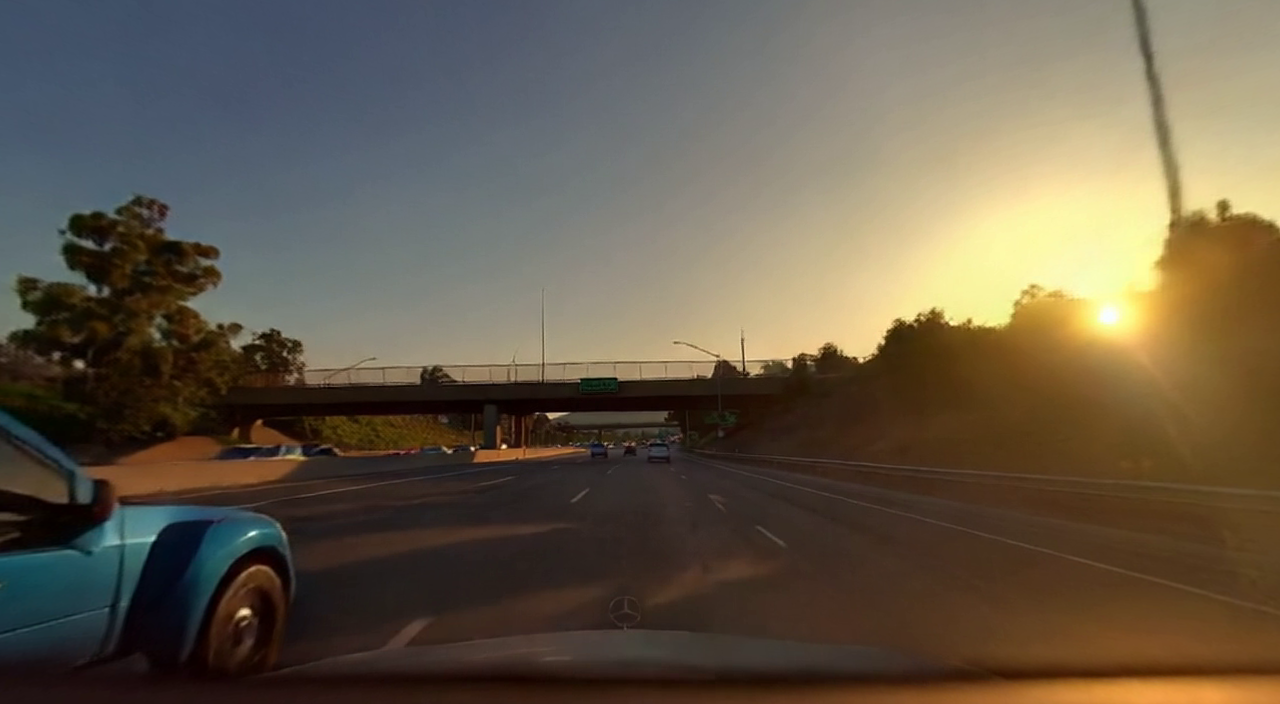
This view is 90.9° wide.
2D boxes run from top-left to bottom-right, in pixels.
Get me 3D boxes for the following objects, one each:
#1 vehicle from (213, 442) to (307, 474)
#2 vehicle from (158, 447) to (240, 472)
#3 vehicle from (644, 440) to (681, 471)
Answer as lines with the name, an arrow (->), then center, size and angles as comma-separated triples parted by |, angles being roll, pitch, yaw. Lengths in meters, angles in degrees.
vehicle -> -19.968, 5.567, 33.398 | 2.113, 1.559, 4.495 | 0, -8, 1
vehicle -> -26.574, 6.458, 38.197 | 1.842, 1.430, 4.330 | 0, -8, 1
vehicle -> 1.259, 5.929, 36.500 | 2.010, 1.637, 4.940 | 0, -8, 1
